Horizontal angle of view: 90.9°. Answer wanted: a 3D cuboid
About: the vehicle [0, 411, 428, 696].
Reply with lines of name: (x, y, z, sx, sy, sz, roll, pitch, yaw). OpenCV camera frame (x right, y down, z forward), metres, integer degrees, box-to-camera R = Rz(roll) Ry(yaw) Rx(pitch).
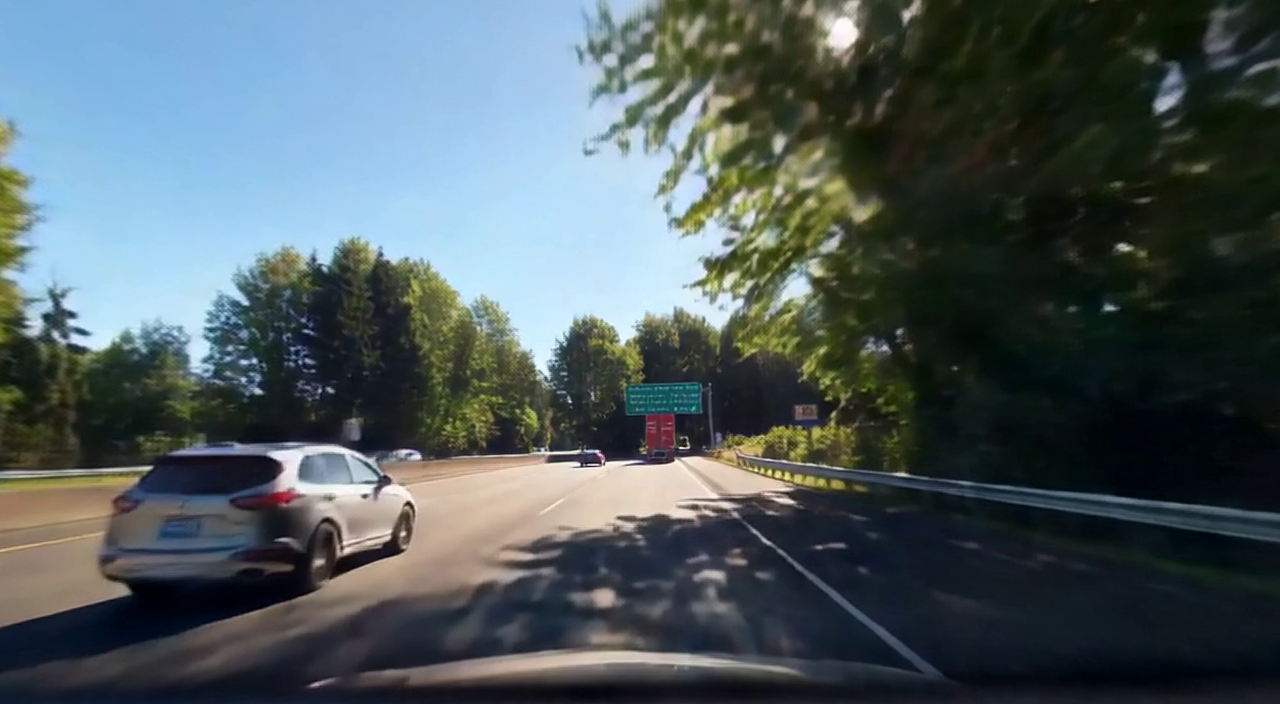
vehicle: (-3.836, 1.466, 5.816, 2.039, 1.532, 4.610, 0, -9, 2)

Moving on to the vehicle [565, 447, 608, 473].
vehicle: (-3.133, 6.390, 37.409, 2.045, 1.430, 3.951, -1, -9, 2)
